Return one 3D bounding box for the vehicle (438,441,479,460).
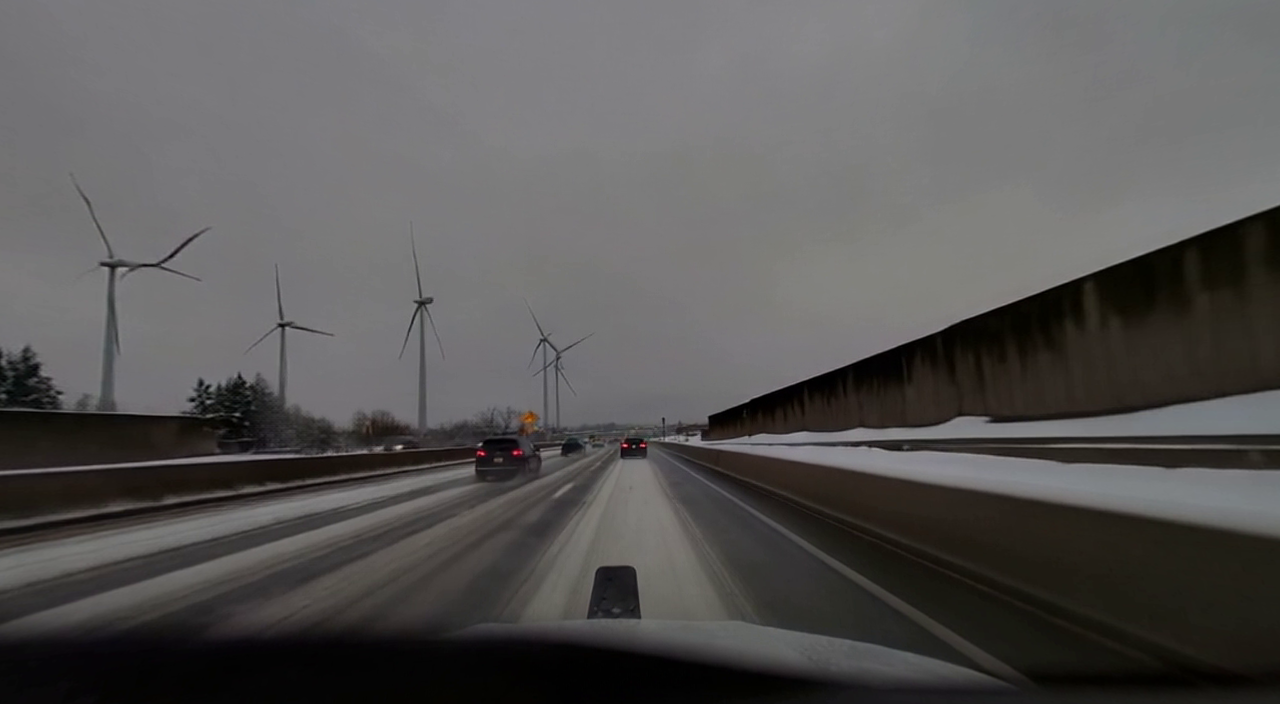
[{"bbox_3d":[-14.129,7.683,49.294,2.102,1.424,4.011,0,-8,-1],"label":"vehicle"}]

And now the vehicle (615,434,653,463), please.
[{"bbox_3d":[-0.376,5.417,35.486,2.027,1.550,3.607,0,-8,-1],"label":"vehicle"}]

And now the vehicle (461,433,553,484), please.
[{"bbox_3d":[-4.215,3.446,20.796,1.998,1.468,4.635,0,-8,0],"label":"vehicle"}]

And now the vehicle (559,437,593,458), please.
[{"bbox_3d":[-4.564,6.873,45.300,2.059,1.436,3.802,0,-8,-1],"label":"vehicle"}]

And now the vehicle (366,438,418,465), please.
[{"bbox_3d":[-18.450,7.370,47.120,2.109,1.898,4.672,0,-8,-1],"label":"vehicle"}]
